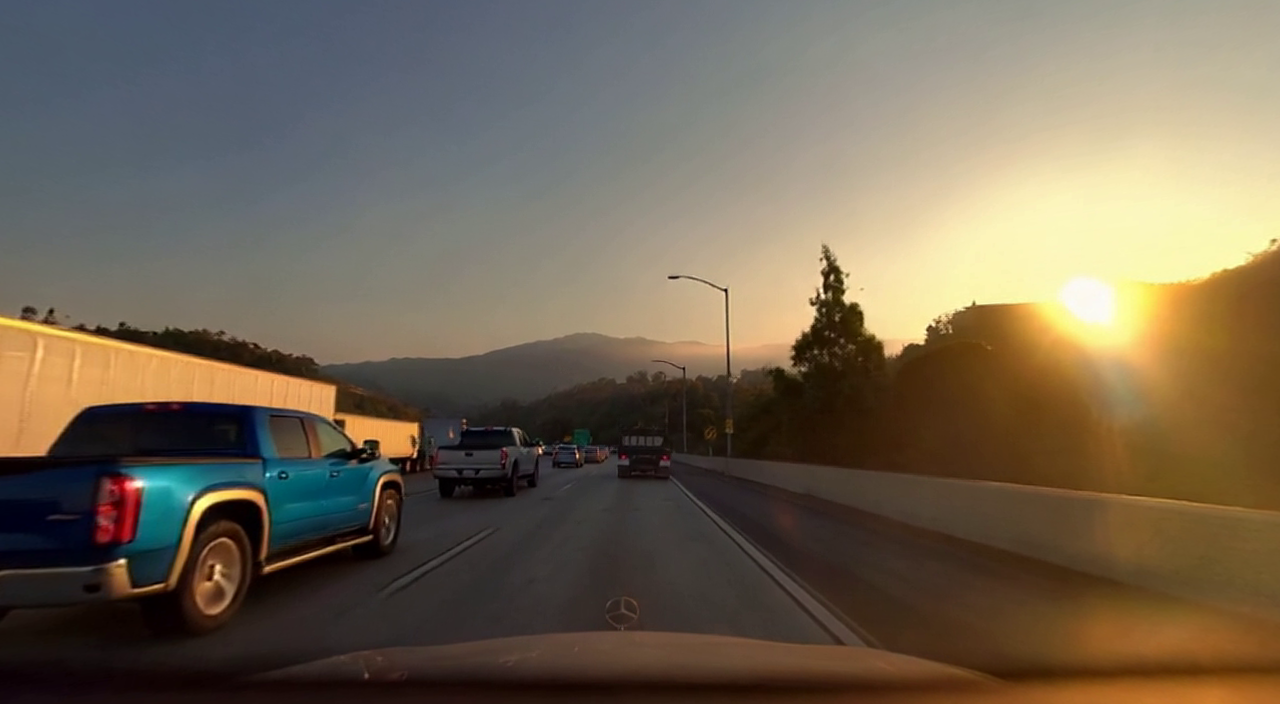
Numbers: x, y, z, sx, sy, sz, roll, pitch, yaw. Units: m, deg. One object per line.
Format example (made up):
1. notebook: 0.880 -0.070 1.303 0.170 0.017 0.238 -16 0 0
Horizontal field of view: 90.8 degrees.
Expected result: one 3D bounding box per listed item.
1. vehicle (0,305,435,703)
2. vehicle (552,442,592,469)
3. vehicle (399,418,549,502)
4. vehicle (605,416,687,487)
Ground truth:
1. vehicle: -3.563 1.100 4.749 2.303 1.835 5.044 0 -8 1
2. vehicle: -4.854 7.469 45.879 2.329 1.859 4.823 0 -8 0
3. vehicle: -4.345 2.982 17.842 2.575 1.958 5.730 0 -8 1
4. vehicle: 0.071 4.058 26.084 2.886 2.471 7.692 0 -8 -2
